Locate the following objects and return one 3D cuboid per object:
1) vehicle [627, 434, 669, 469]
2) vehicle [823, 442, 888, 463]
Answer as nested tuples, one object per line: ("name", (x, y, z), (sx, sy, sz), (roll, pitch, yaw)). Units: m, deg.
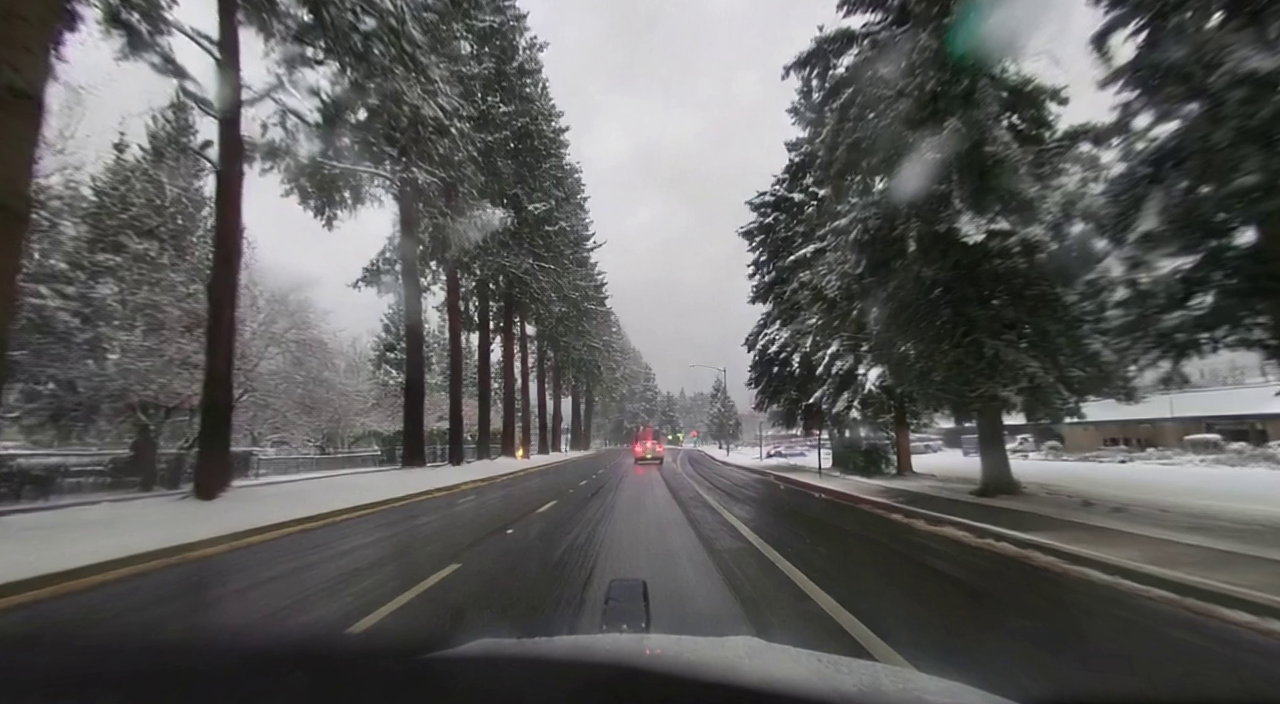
("vehicle", (0.410, 5.283, 33.568), (2.135, 1.691, 3.884), (0, -9, 0))
("vehicle", (15.502, 7.242, 45.422), (3.913, 1.384, 1.893), (-1, -8, 0))
